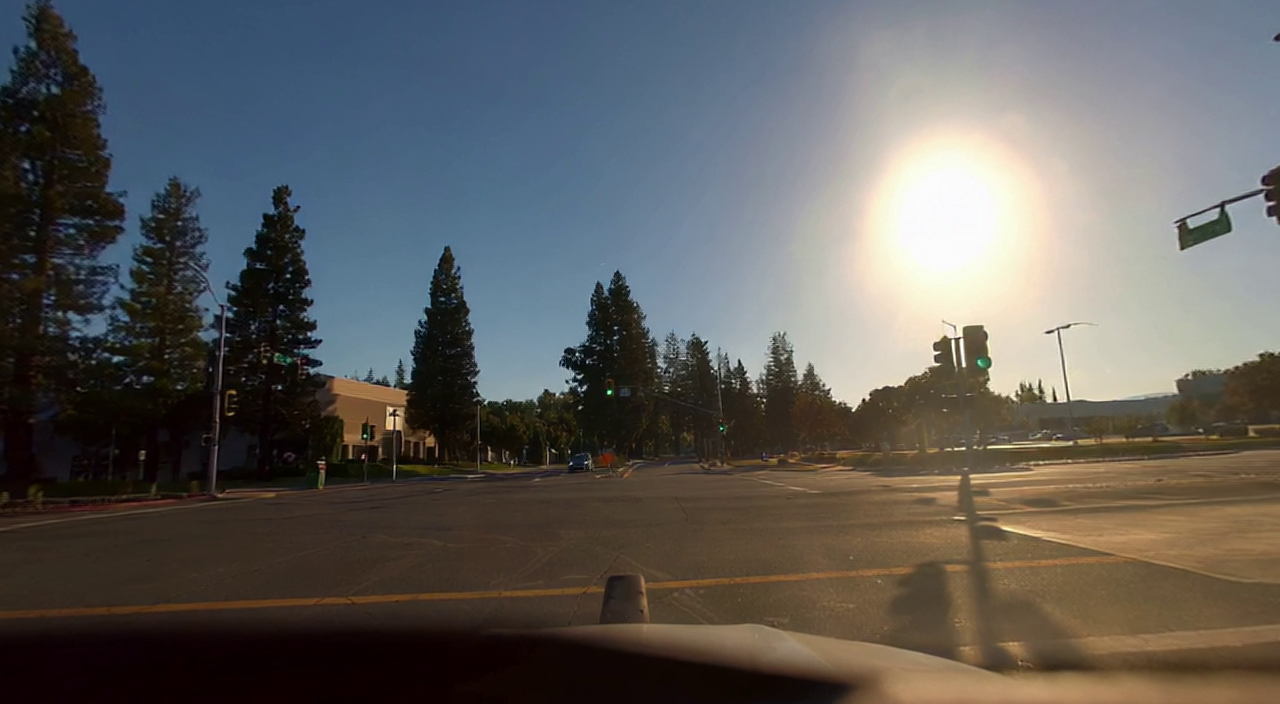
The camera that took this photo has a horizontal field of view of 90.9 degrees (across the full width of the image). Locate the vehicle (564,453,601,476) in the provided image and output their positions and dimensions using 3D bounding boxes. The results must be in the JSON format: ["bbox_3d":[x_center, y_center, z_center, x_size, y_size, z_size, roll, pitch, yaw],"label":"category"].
[{"bbox_3d":[-4.468,8.849,49.857,2.030,1.704,4.205,-1,-8,7],"label":"vehicle"}]
